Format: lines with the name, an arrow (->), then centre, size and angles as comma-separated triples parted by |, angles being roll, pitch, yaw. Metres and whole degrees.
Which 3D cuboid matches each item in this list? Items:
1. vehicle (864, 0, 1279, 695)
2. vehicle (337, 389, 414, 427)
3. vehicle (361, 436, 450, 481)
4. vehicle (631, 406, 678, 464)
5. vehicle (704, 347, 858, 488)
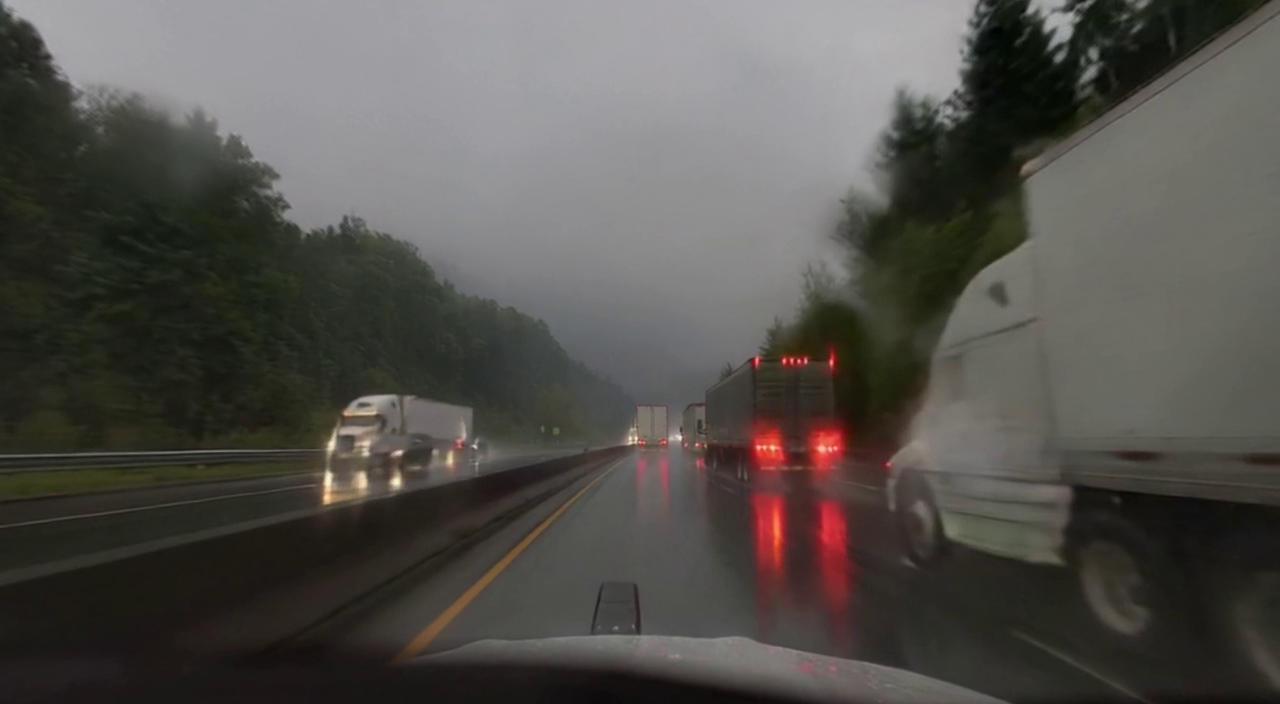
vehicle -> 4.857, -0.104, 3.960 | 2.948, 3.968, 10.119 | 0, -8, -1
vehicle -> -13.062, 2.854, 31.370 | 1.938, 1.642, 4.195 | 0, -8, 1
vehicle -> -8.334, 3.802, 22.729 | 1.857, 1.465, 3.651 | 0, -8, -1
vehicle -> 0.831, 5.232, 39.400 | 2.644, 3.247, 7.454 | 0, -8, 0
vehicle -> 4.826, 2.885, 25.527 | 2.851, 4.077, 14.289 | 0, -8, 0
